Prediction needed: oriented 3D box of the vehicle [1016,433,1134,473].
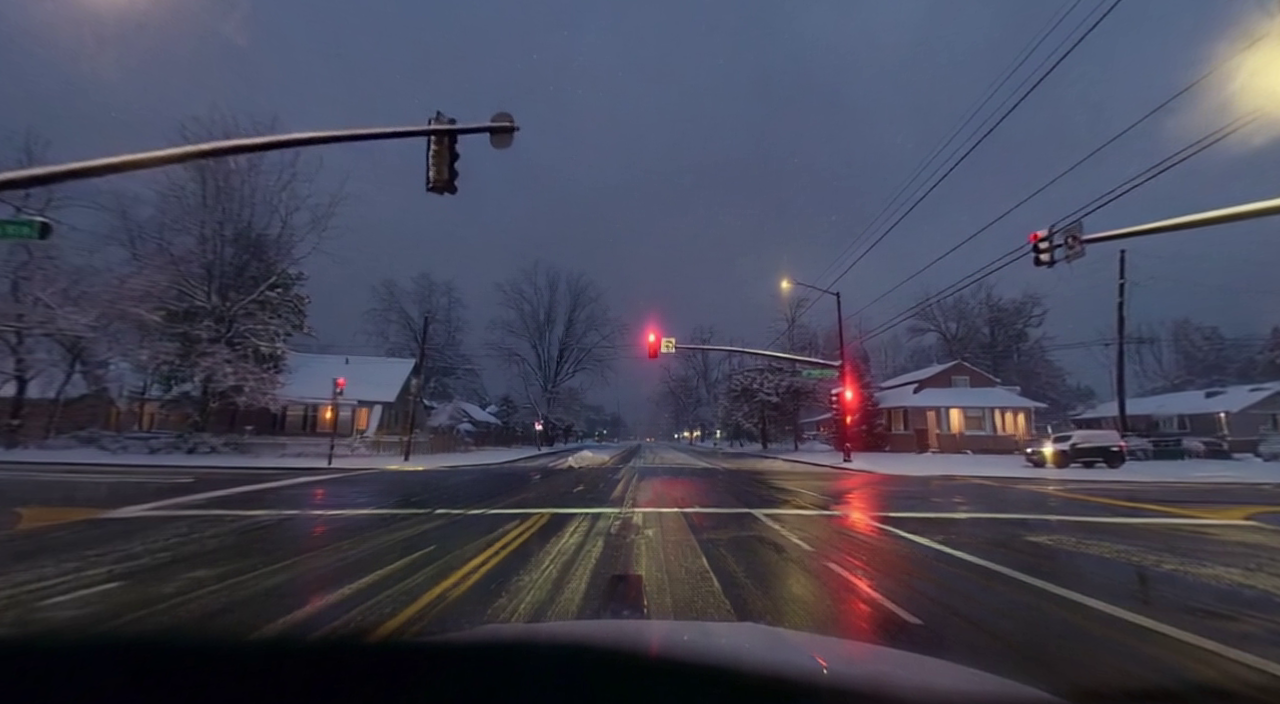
[{"bbox_3d":[22.864,5.301,33.417,2.030,1.927,4.853,2,-9,-14],"label":"vehicle"}]
